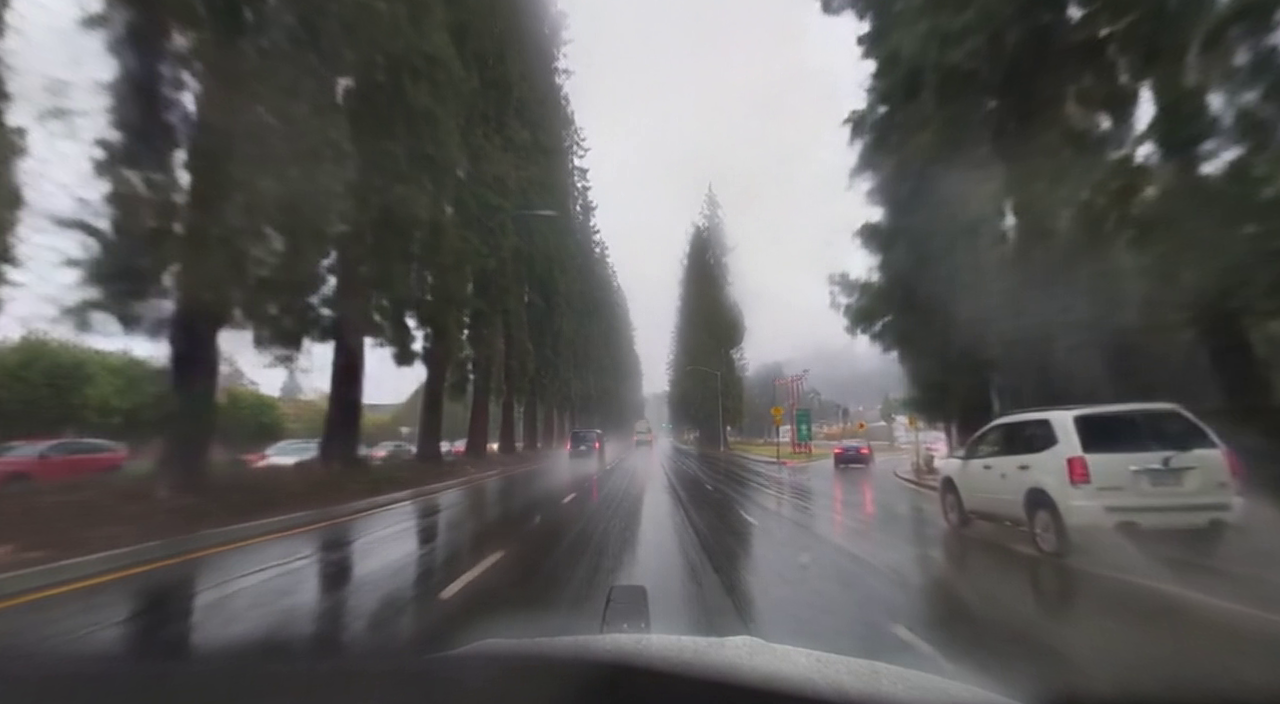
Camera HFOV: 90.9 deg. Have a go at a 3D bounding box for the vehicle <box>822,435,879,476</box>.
[{"bbox_3d":[9.847,4.829,29.720,2.280,1.757,4.572,-3,-9,16],"label":"vehicle"}]

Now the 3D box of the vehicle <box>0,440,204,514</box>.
[{"bbox_3d":[-13.167,2.881,15.105,2.053,1.496,4.569,-1,-8,2],"label":"vehicle"}]

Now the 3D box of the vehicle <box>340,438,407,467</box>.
[{"bbox_3d":[-16.352,6.174,38.931,2.042,1.654,4.603,0,-8,1],"label":"vehicle"}]

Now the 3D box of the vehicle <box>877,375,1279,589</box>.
[{"bbox_3d":[5.539,1.674,9.034,2.381,2.008,5.971,-1,-9,5],"label":"vehicle"}]

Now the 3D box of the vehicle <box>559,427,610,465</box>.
[{"bbox_3d":[-3.045,5.304,35.584,2.255,1.940,4.822,-1,-8,2],"label":"vehicle"}]

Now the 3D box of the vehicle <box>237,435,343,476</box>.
[{"bbox_3d":[-16.410,4.888,29.896,2.163,1.761,4.848,0,-9,1],"label":"vehicle"}]
